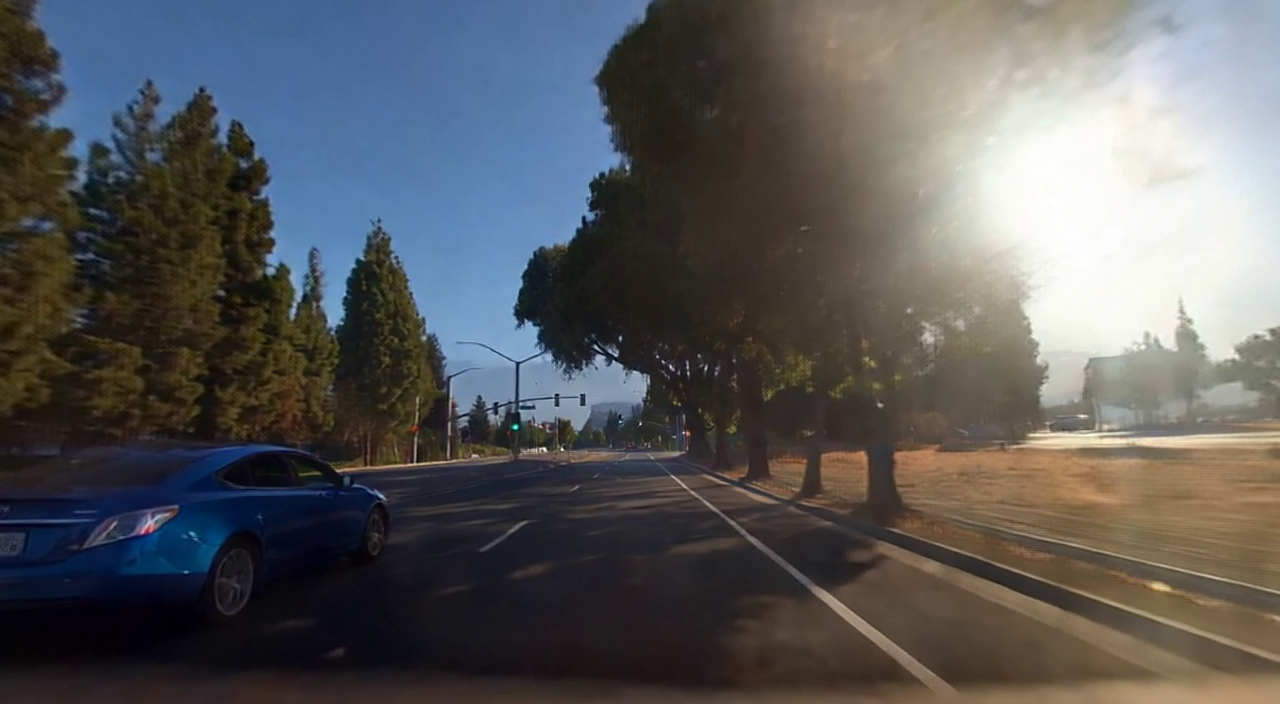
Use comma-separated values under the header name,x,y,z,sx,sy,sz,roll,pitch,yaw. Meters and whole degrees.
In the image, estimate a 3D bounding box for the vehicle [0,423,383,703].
name,x,y,z,sx,sy,sz,roll,pitch,yaw
vehicle,-4.009,1.380,5.267,1.946,1.437,4.154,0,-8,0
